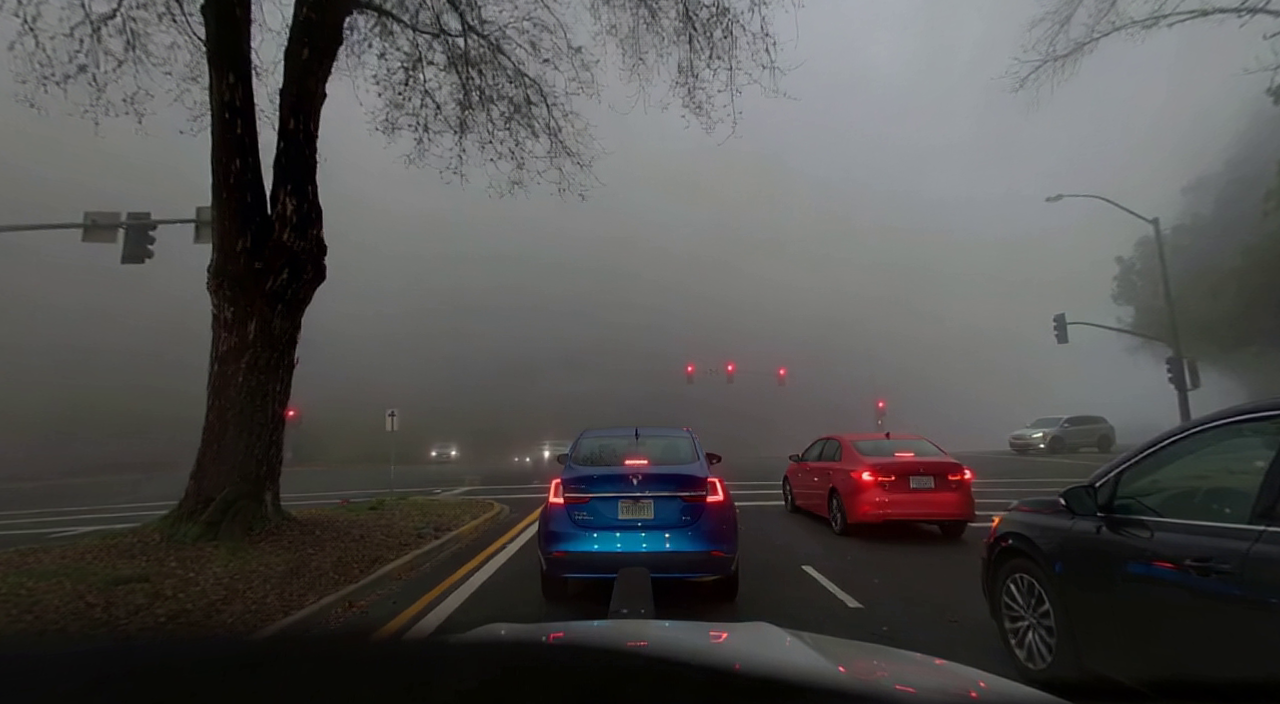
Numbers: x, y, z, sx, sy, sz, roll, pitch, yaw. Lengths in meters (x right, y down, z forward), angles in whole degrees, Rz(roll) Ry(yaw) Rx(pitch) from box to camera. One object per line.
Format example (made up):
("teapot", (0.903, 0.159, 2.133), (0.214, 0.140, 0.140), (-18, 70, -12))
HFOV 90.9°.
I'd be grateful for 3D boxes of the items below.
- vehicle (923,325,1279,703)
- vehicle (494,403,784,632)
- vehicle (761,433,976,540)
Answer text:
("vehicle", (3.721, 0.934, 3.430), (2.162, 1.829, 4.519), (0, -9, -1))
("vehicle", (-0.021, 1.475, 6.502), (2.074, 1.631, 3.793), (0, -9, 0))
("vehicle", (3.688, 2.262, 11.299), (2.054, 1.482, 4.654), (0, -9, -1))
